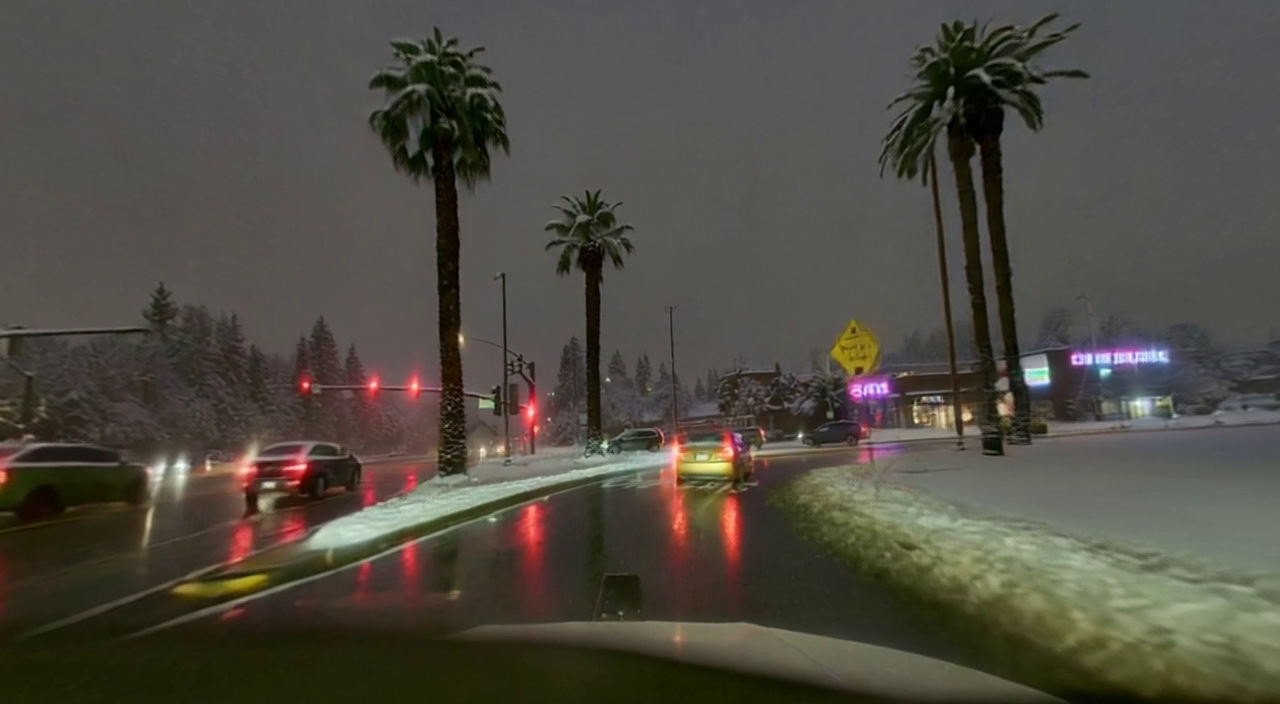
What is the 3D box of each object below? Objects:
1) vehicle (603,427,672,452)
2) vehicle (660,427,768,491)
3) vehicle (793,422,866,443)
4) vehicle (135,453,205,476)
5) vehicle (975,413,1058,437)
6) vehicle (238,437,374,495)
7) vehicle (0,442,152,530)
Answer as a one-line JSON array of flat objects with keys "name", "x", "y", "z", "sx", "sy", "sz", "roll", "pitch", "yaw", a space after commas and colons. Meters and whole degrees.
[{"name": "vehicle", "x": -0.222, "y": 6.523, "z": 47.172, "sx": 4.757, "sy": 1.633, "sz": 1.932, "roll": -1, "pitch": -8, "yaw": -10}, {"name": "vehicle", "x": 2.170, "y": 2.865, "z": 17.216, "sx": 2.070, "sy": 1.493, "sz": 4.570, "roll": -3, "pitch": -9, "yaw": 17}, {"name": "vehicle", "x": 14.714, "y": 6.248, "z": 49.110, "sx": 4.981, "sy": 1.491, "sz": 1.922, "roll": 0, "pitch": -10, "yaw": -7}, {"name": "vehicle", "x": -34.533, "y": 8.277, "z": 46.611, "sx": 2.036, "sy": 1.526, "sz": 4.732, "roll": 1, "pitch": -9, "yaw": -8}, {"name": "vehicle", "x": 25.937, "y": 5.085, "z": 43.583, "sx": 4.458, "sy": 1.589, "sz": 2.044, "roll": 1, "pitch": -8, "yaw": -6}, {"name": "vehicle", "x": -9.626, "y": 3.290, "z": 18.676, "sx": 1.912, "sy": 1.487, "sz": 4.471, "roll": 1, "pitch": -9, "yaw": -6}, {"name": "vehicle", "x": -12.047, "y": 2.522, "z": 12.298, "sx": 1.905, "sy": 1.482, "sz": 4.463, "roll": 1, "pitch": -9, "yaw": -7}]
